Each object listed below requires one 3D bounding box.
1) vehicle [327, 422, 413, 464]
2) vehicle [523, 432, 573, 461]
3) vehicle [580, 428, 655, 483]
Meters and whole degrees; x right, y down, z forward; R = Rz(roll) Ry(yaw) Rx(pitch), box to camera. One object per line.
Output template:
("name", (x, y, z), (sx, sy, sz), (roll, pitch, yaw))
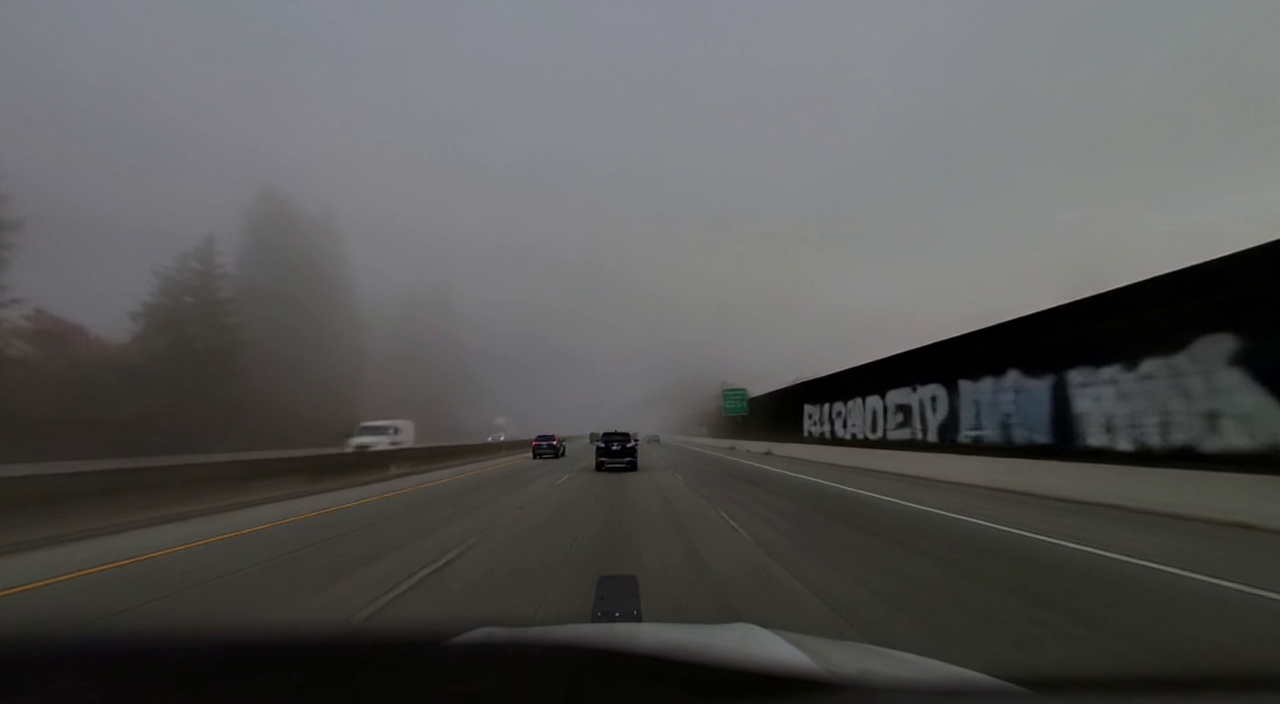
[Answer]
("vehicle", (-13.417, 4.565, 31.687), (2.115, 1.912, 5.144), (0, -8, -1))
("vehicle", (-4.876, 5.080, 33.896), (2.022, 1.440, 4.491), (0, -8, 0))
("vehicle", (-0.648, 3.090, 19.116), (2.044, 1.477, 3.693), (0, -8, -1))
